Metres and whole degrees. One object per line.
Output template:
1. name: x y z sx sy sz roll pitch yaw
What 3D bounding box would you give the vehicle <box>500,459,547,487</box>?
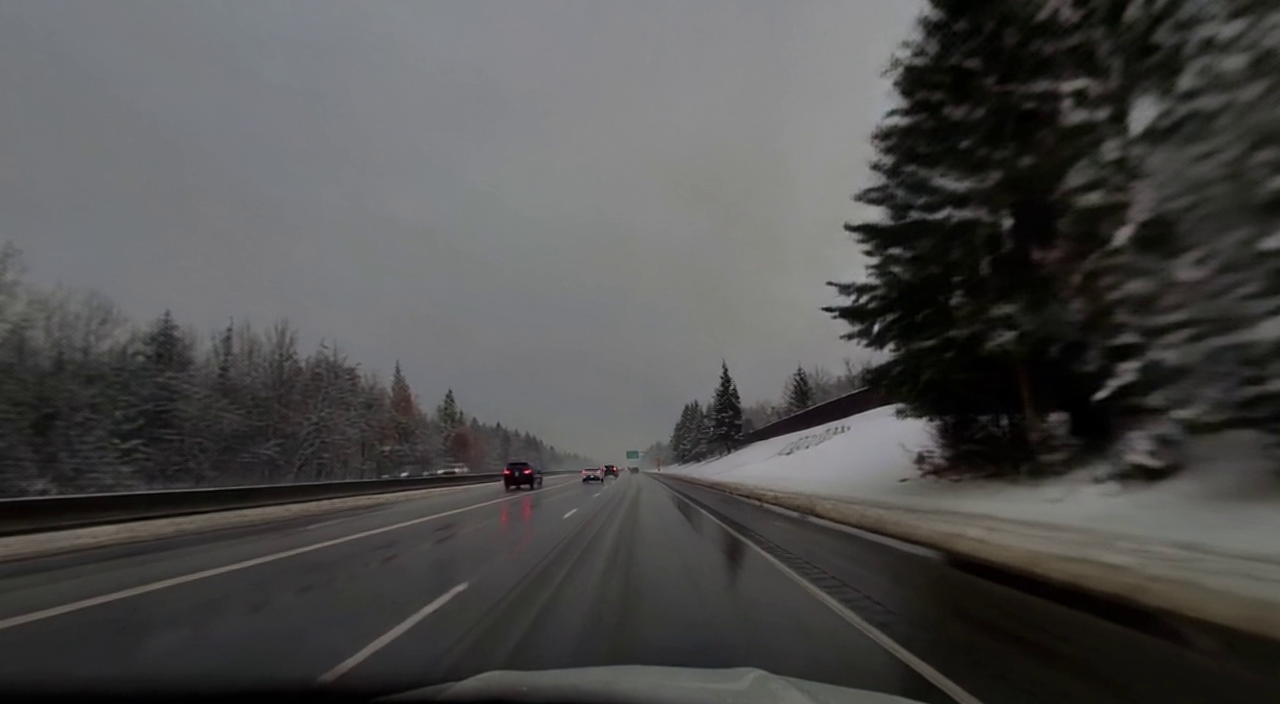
1. vehicle: -7.267 7.608 39.808 2.124 1.630 4.416 1 -10 0
